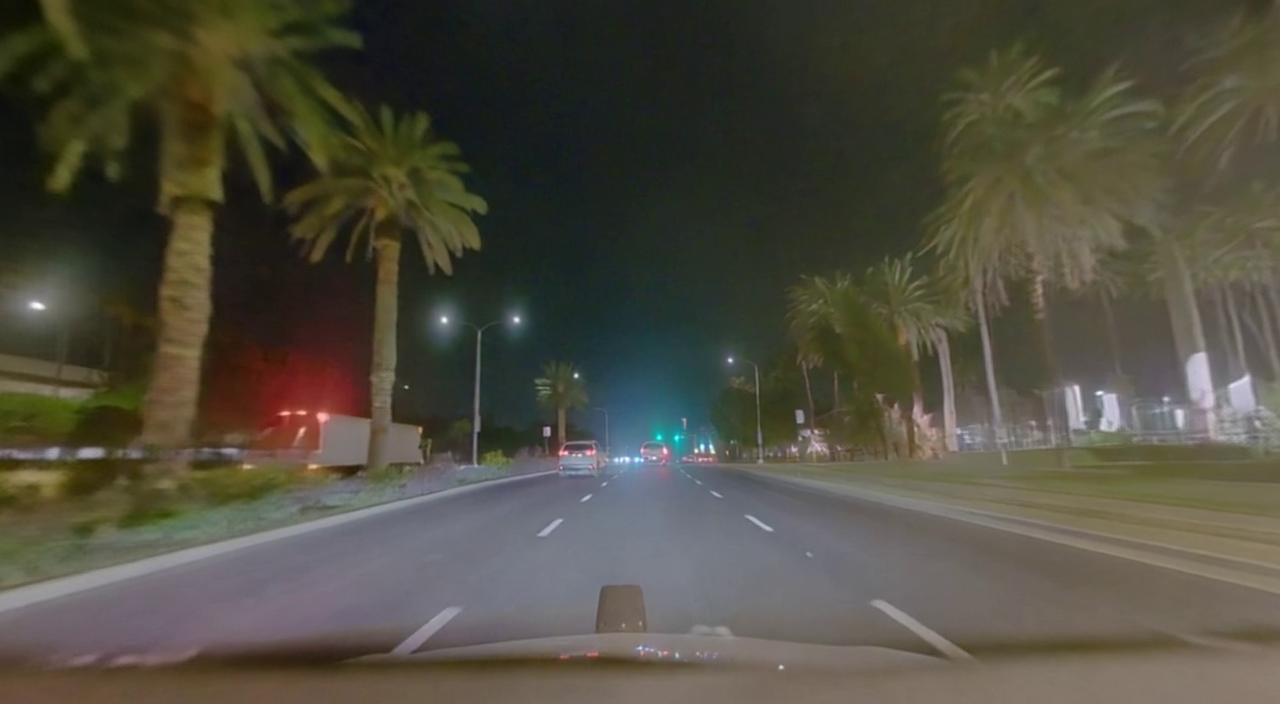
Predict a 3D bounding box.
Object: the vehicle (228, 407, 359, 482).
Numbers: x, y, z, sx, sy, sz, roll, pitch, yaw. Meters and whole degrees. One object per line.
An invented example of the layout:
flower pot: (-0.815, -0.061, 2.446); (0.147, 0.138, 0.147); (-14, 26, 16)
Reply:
vehicle: (-20.362, 5.598, 37.544); (3.298, 4.031, 7.060); (0, -10, 3)

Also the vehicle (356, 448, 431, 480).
vehicle: (-15.700, 7.146, 40.393); (2.402, 1.844, 5.766); (0, -8, 1)

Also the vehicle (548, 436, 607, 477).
vehicle: (-2.939, 5.052, 30.615); (2.188, 1.819, 4.667); (0, -8, 3)
